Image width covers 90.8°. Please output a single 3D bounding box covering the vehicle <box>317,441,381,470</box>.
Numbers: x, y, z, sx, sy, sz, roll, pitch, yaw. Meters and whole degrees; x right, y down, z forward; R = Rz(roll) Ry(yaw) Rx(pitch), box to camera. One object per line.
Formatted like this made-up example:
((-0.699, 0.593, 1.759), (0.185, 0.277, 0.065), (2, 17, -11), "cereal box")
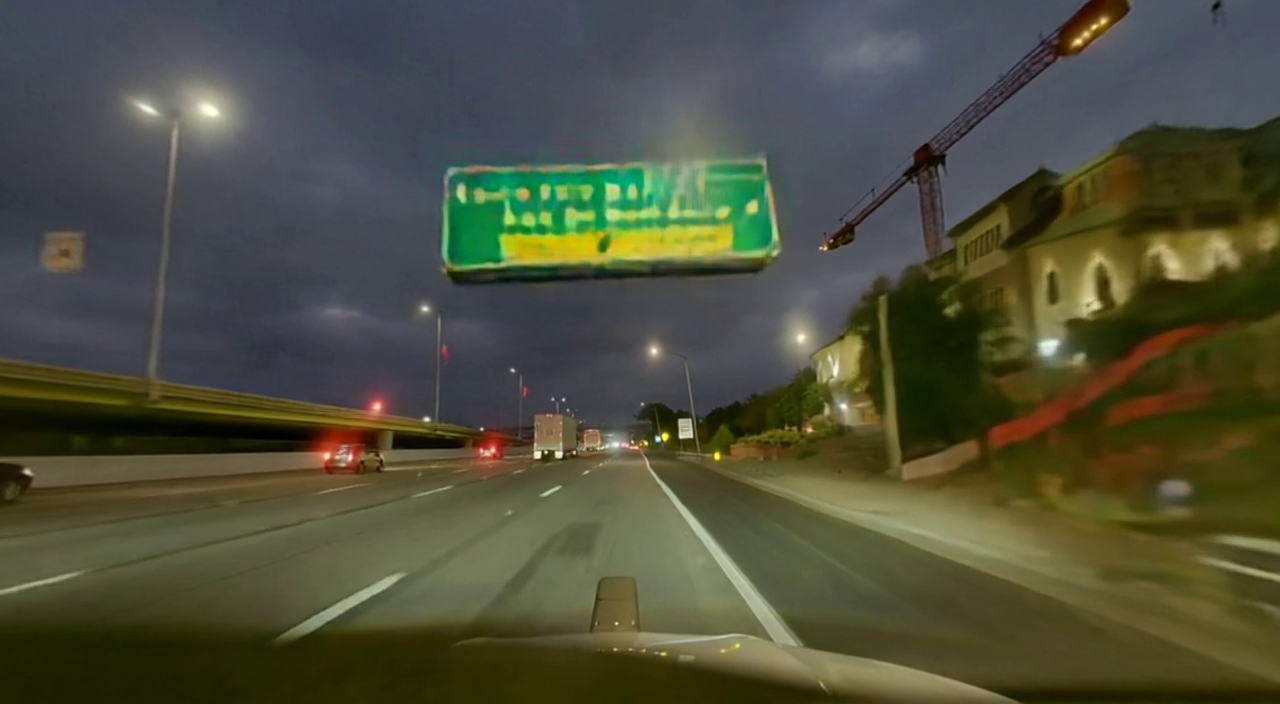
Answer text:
((-18.846, 6.718, 41.136), (1.932, 1.752, 4.541), (0, -9, 0), "vehicle")
